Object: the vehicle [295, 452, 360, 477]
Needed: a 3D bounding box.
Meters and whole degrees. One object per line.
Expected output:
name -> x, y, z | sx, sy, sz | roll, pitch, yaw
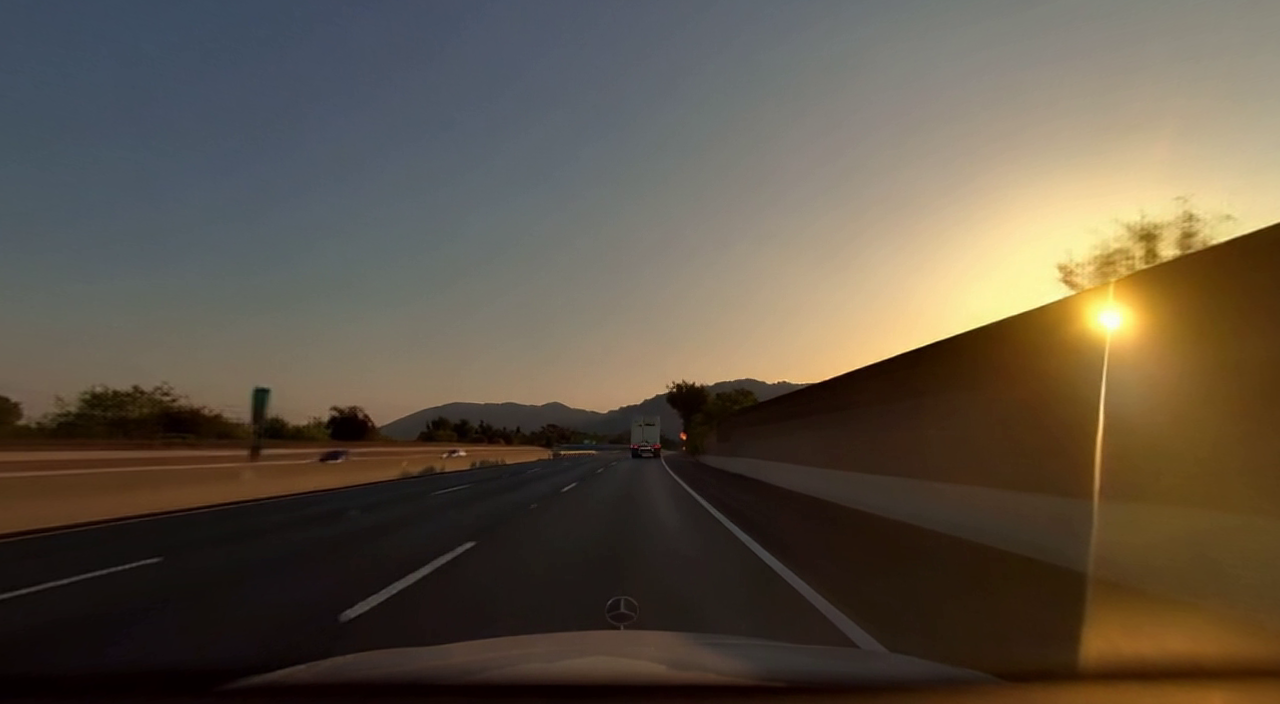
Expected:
vehicle -> -20.034, 7.189, 40.670 | 1.840, 1.486, 4.313 | -1, -9, 1
